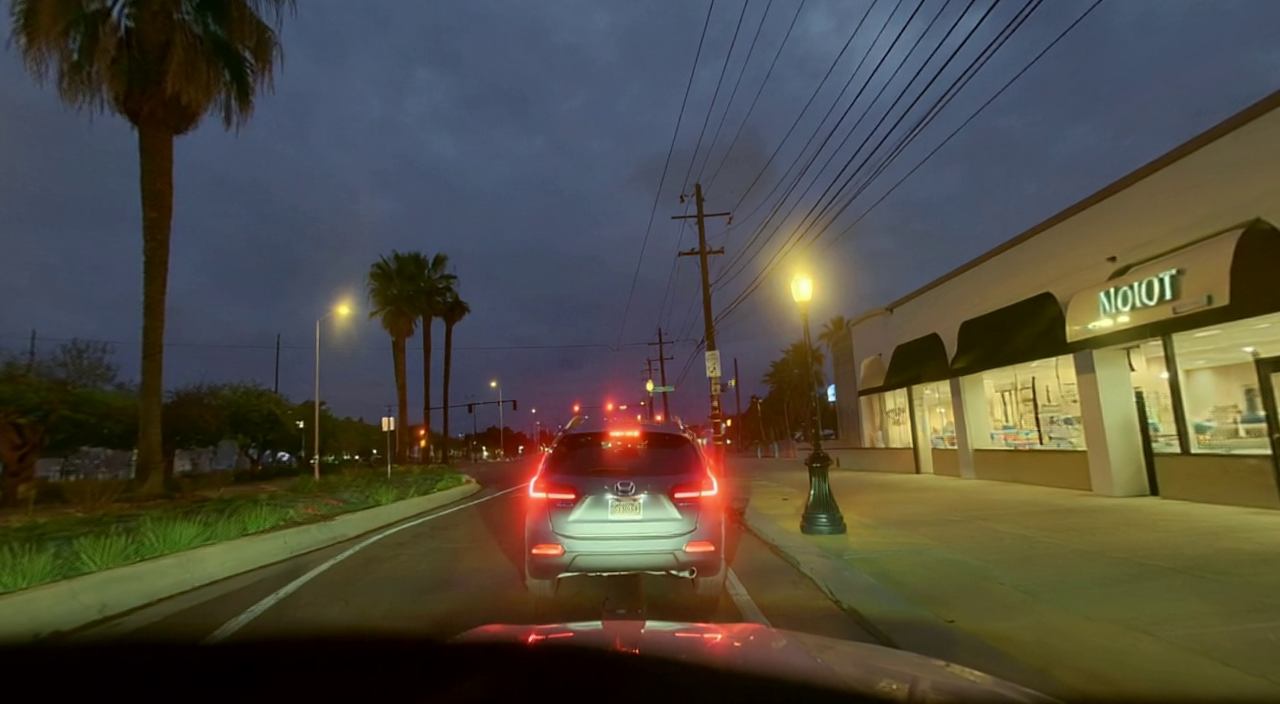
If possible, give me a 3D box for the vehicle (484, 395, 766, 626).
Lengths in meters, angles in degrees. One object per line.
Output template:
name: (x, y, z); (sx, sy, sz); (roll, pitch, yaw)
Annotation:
vehicle: (-0.194, 1.457, 6.689); (2.105, 1.702, 3.750); (0, -8, -3)
